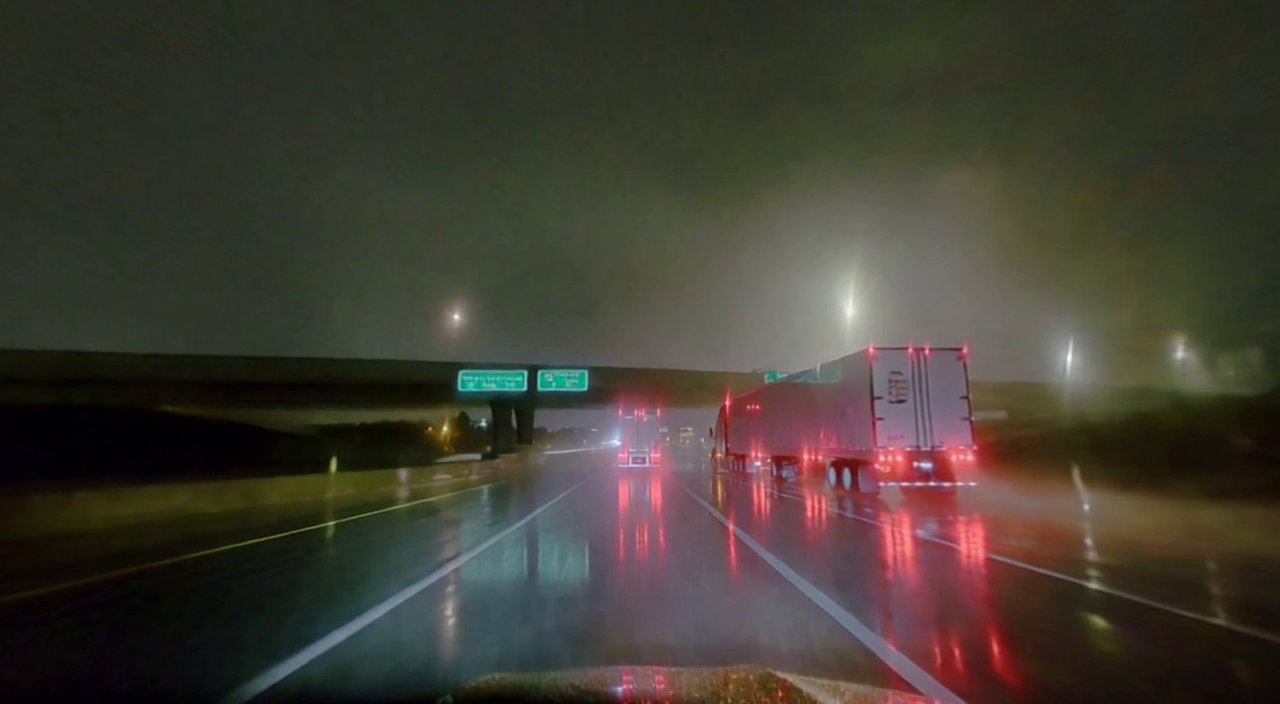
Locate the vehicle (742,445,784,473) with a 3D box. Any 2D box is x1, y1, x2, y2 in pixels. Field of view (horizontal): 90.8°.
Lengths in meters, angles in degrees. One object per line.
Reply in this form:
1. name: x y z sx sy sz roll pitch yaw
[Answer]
1. vehicle: 7.240 6.331 37.451 1.687 1.503 3.688 0 -9 0
